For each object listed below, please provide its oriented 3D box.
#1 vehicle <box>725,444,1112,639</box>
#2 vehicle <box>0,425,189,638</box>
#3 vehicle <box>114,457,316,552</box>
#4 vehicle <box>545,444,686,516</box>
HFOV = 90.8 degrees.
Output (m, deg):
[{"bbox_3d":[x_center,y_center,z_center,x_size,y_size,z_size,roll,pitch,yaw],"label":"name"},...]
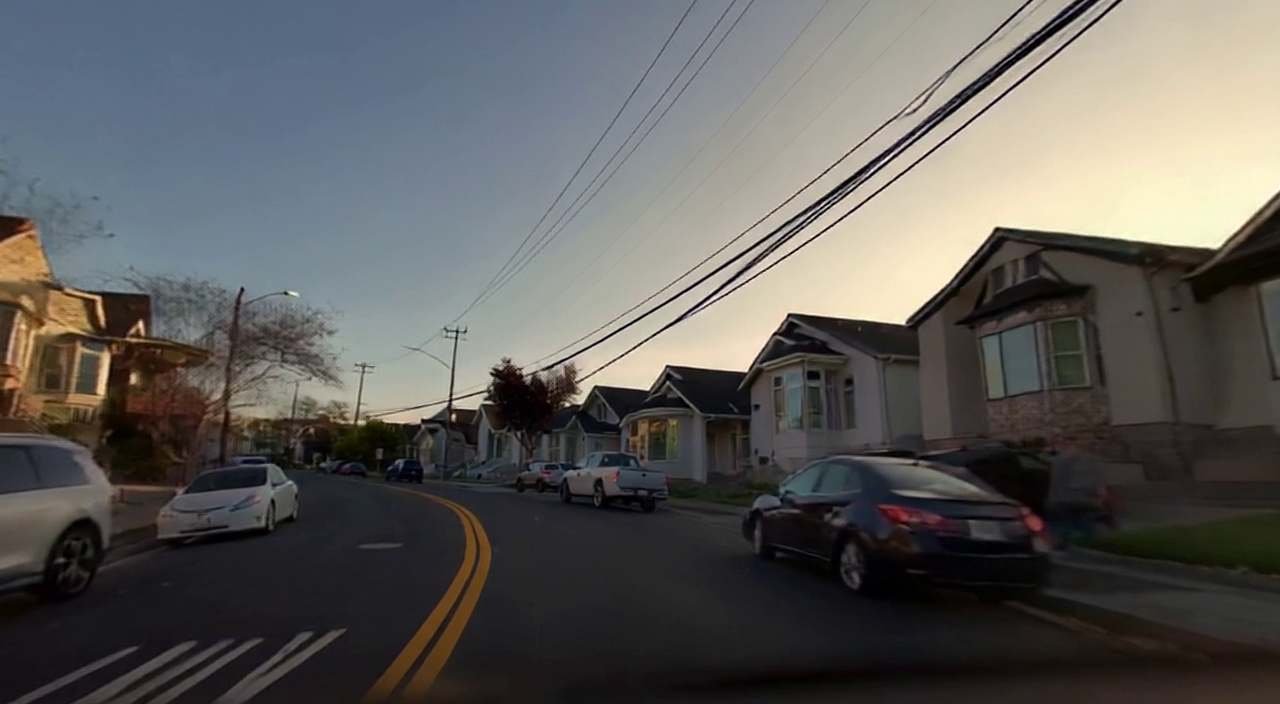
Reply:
[{"bbox_3d":[2.655,1.894,7.518,1.923,1.531,4.568,3,-9,-10],"label":"vehicle"},{"bbox_3d":[-6.825,1.660,5.559,2.378,1.840,5.389,-3,-8,-8],"label":"vehicle"},{"bbox_3d":[-8.495,3.002,13.231,2.197,1.462,4.524,2,-9,-17],"label":"vehicle"},{"bbox_3d":[-0.984,4.009,20.361,2.449,1.869,5.504,8,-11,-24],"label":"vehicle"}]
